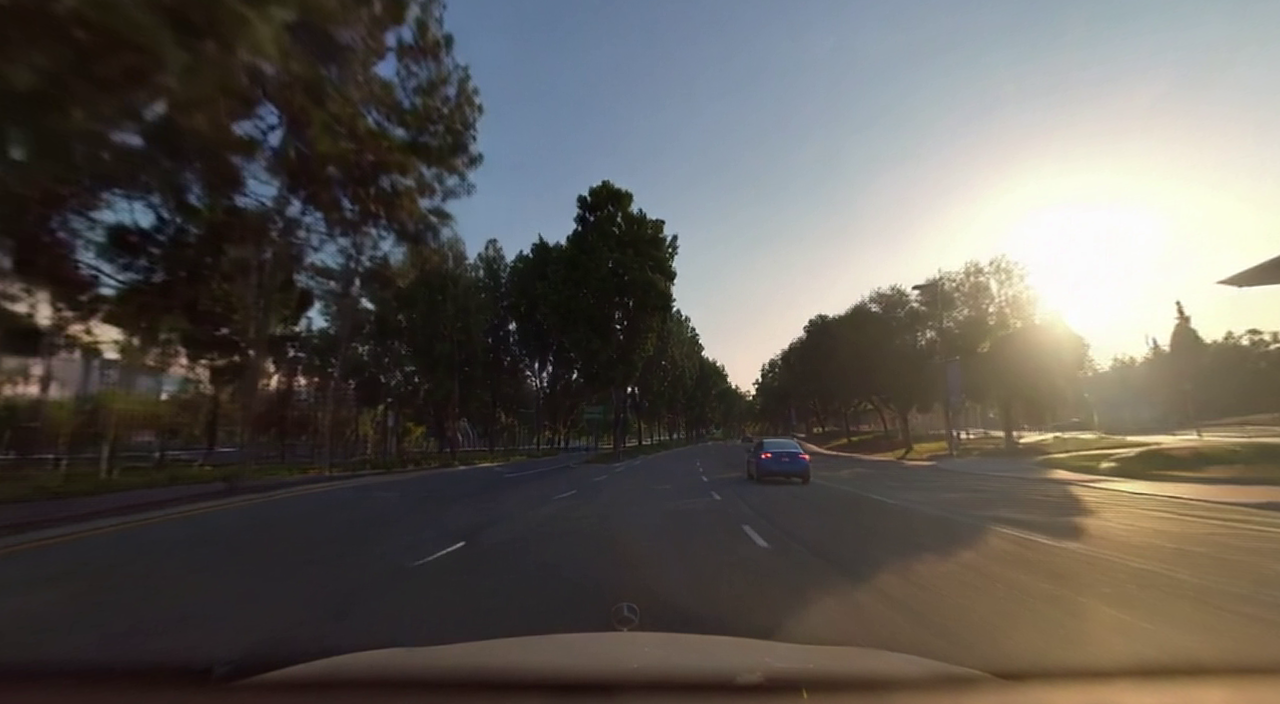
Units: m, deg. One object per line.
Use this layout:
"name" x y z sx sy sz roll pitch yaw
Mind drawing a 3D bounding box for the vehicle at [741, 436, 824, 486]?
"vehicle" 4.595 3.576 21.058 1.928 1.481 4.453 0 -9 3
